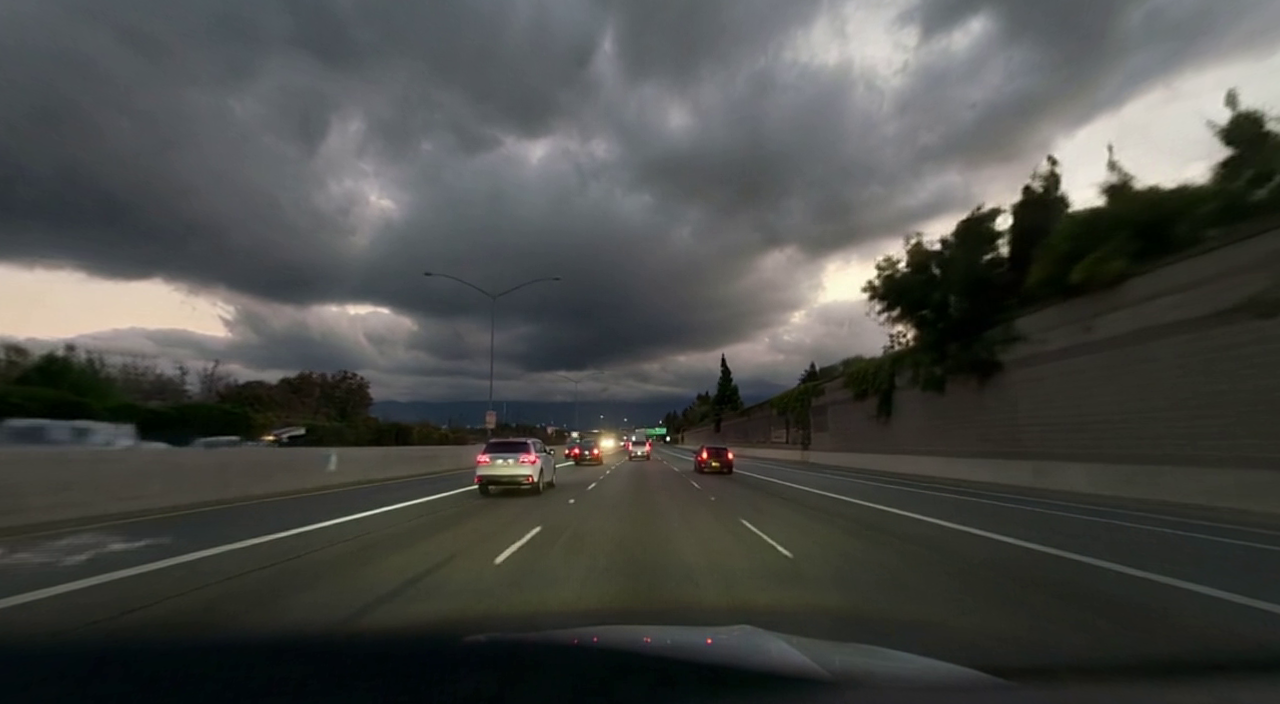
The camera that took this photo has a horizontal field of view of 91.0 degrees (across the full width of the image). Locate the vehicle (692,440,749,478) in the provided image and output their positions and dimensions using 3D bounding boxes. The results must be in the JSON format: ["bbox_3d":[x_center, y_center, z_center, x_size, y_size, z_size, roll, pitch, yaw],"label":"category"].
[{"bbox_3d":[4.006,5.405,32.121,2.224,1.752,4.487,0,-9,-1],"label":"vehicle"}]

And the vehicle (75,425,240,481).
[{"bbox_3d":[-24.292,5.145,32.301,2.751,2.534,7.033,0,-9,1],"label":"vehicle"}]

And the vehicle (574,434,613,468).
[{"bbox_3d":[-3.201,6.908,44.181,2.378,2.214,4.352,0,-9,0],"label":"vehicle"}]

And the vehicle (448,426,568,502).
[{"bbox_3d":[-3.503,3.123,18.012,2.184,1.819,5.441,0,-9,1],"label":"vehicle"}]

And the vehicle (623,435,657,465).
[{"bbox_3d":[-0.012,7.608,48.987,2.485,2.215,5.199,0,-9,0],"label":"vehicle"}]

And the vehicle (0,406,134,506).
[{"bbox_3d":[-17.540,2.688,16.339,2.877,2.497,7.068,0,-9,0],"label":"vehicle"}]
